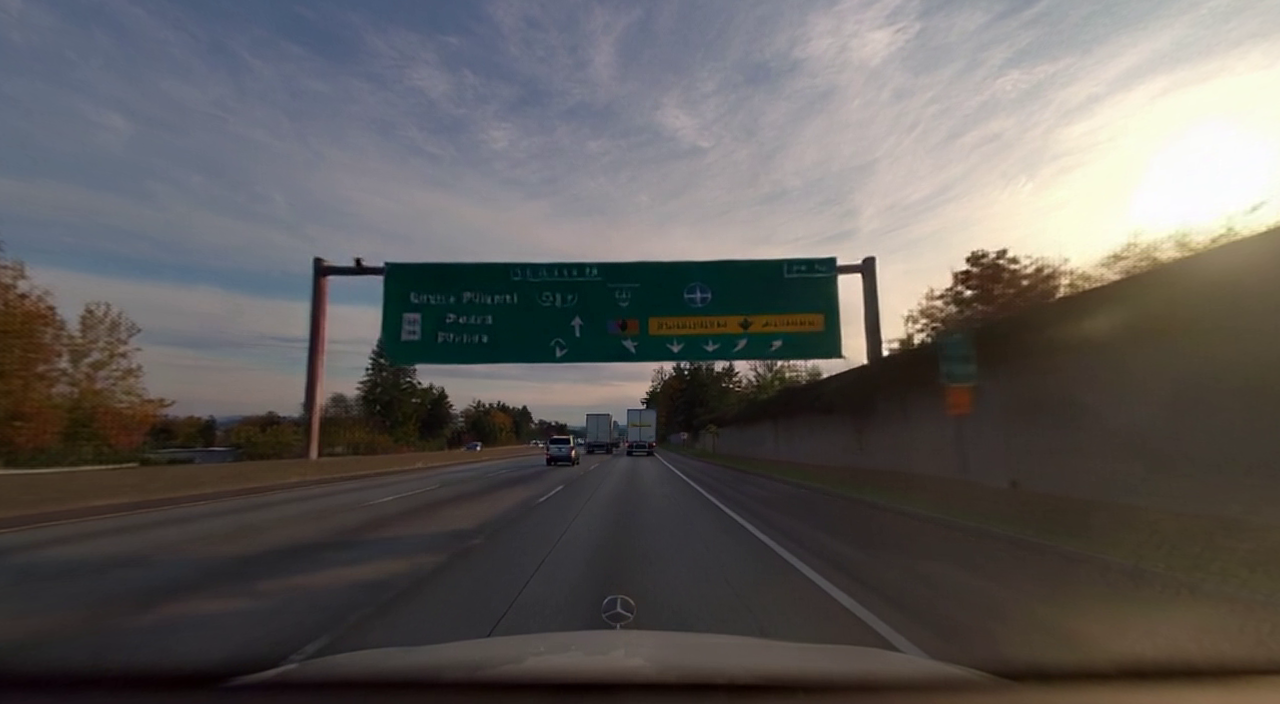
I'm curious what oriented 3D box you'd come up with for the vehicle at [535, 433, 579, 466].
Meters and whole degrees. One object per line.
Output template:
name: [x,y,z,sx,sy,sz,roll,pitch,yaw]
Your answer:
vehicle: [-4.985,5.919,38.450,2.127,1.839,4.984,0,-8,-2]
